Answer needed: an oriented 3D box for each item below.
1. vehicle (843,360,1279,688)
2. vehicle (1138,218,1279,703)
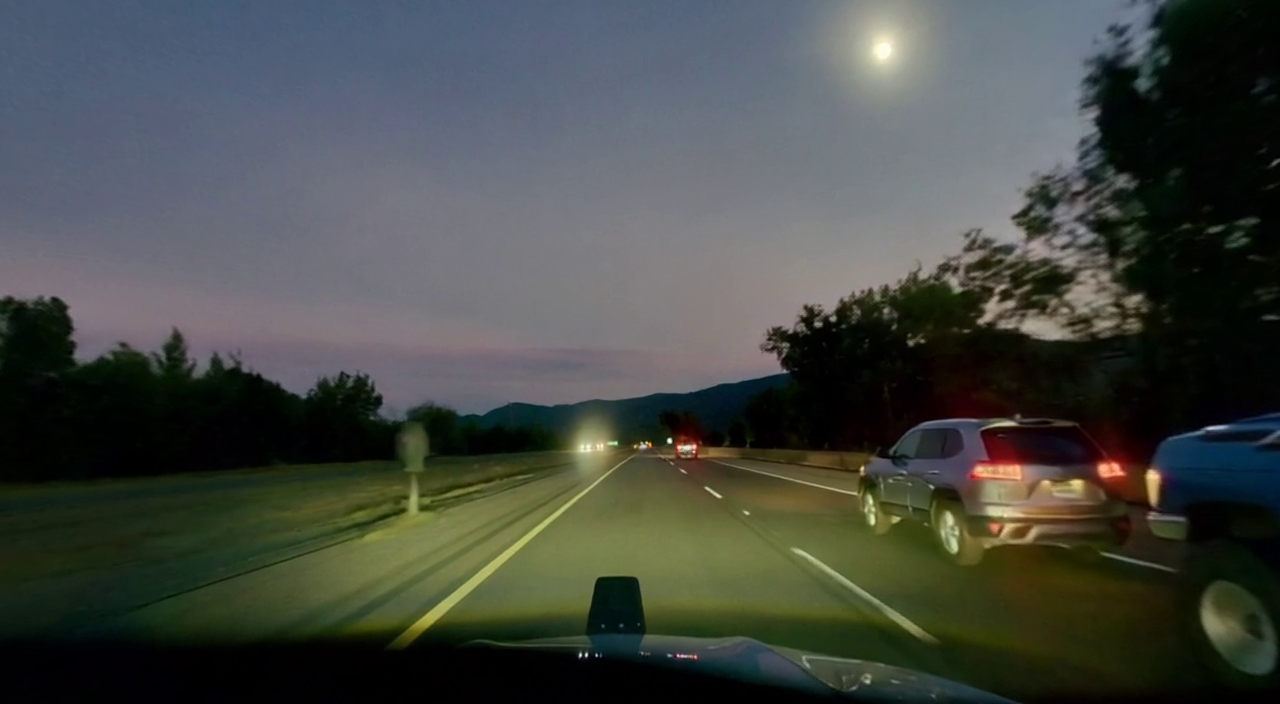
[{"bbox_3d":[4.011,1.344,6.323,2.070,1.799,5.584,0,-8,0],"label":"vehicle"},{"bbox_3d":[4.011,0.393,1.683,2.150,2.344,3.759,0,-8,0],"label":"vehicle"}]
